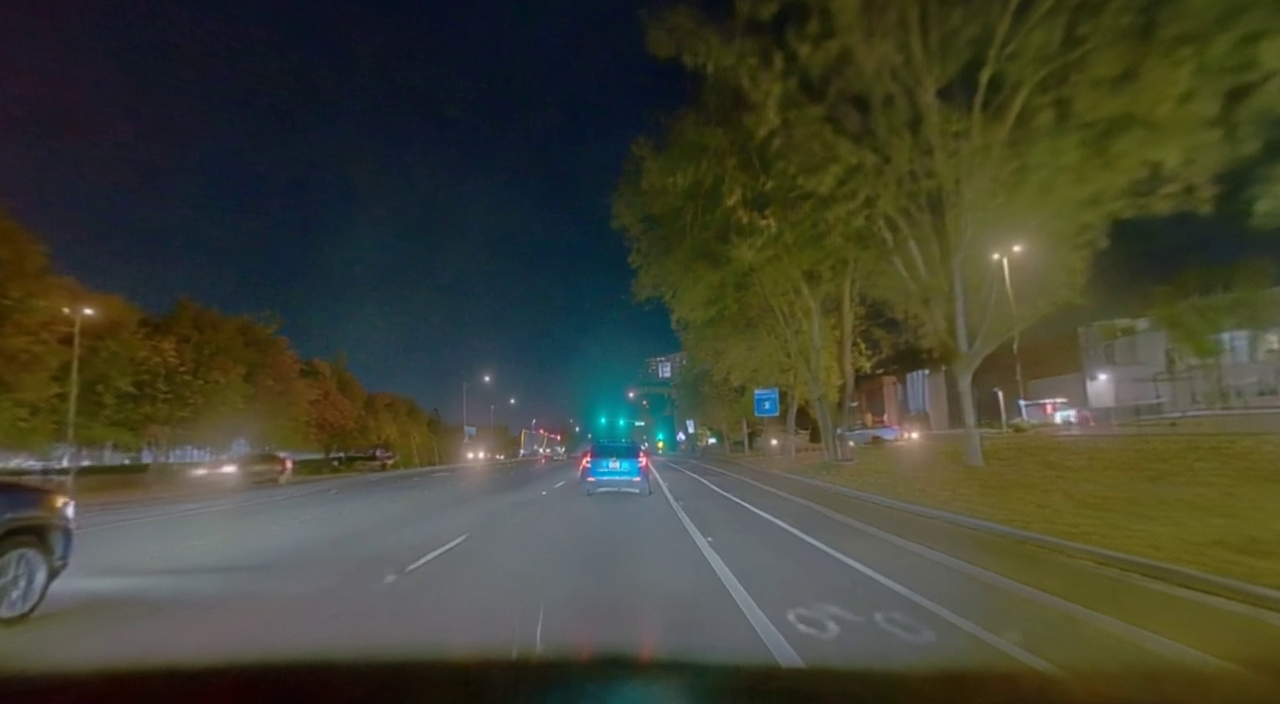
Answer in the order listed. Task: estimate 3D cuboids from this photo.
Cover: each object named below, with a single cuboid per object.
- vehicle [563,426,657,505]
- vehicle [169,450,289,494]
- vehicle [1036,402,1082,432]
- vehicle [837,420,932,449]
[{"bbox_3d":[-0.715,2.895,16.489,2.131,1.761,4.242,0,-9,-1],"label":"vehicle"},{"bbox_3d":[-17.306,5.036,26.932,1.978,1.620,4.642,0,-9,0],"label":"vehicle"},{"bbox_3d":[26.505,4.185,40.081,1.895,1.576,4.434,-6,-11,28],"label":"vehicle"},{"bbox_3d":[12.793,4.355,33.244,4.204,1.486,1.781,0,-8,-1],"label":"vehicle"}]
